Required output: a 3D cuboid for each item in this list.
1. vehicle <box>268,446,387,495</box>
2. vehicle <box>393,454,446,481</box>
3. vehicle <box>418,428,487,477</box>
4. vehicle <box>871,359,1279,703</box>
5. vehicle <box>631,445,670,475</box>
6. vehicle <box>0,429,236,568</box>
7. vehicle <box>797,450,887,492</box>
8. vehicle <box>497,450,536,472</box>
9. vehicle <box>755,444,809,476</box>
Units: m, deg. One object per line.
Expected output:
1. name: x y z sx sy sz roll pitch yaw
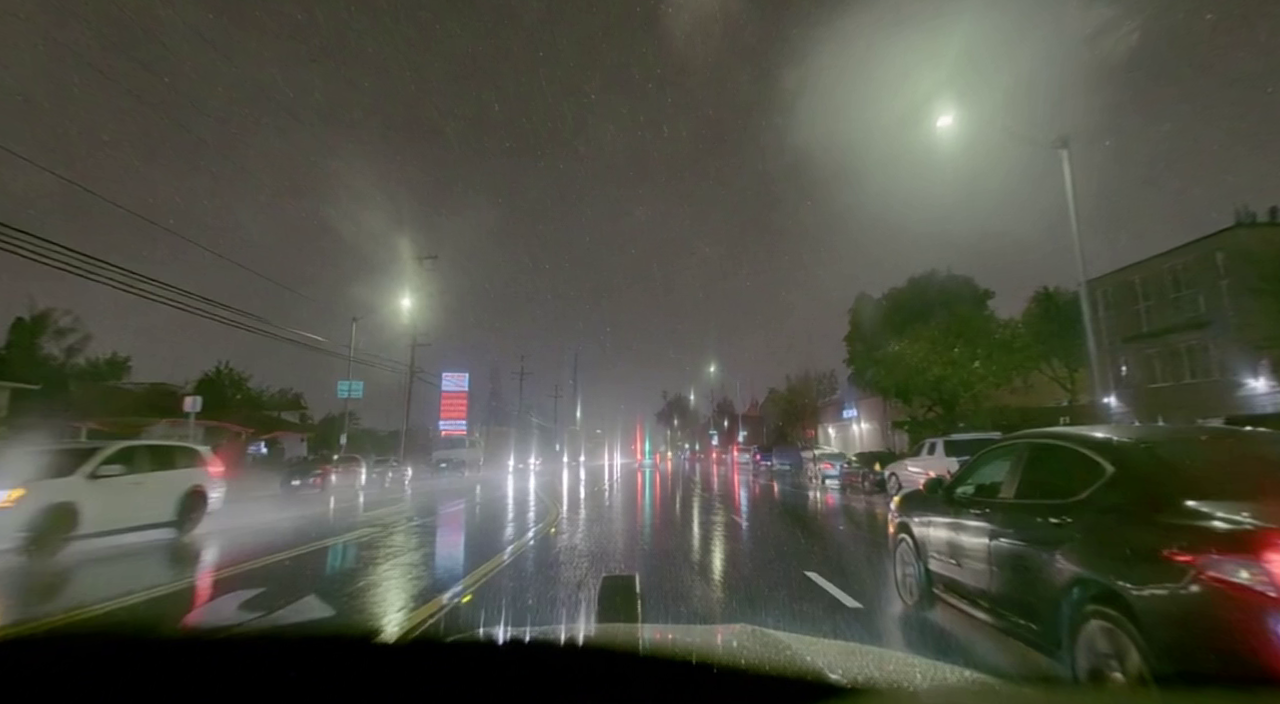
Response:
1. vehicle: -14.092 5.340 29.050 2.367 1.849 5.874 -2 -8 2
2. vehicle: -14.023 7.357 40.517 1.806 1.463 4.714 -2 -8 -1
3. vehicle: -14.048 7.575 47.986 2.865 3.346 7.163 -1 -8 1
4. vehicle: 3.230 1.082 3.741 2.070 1.633 4.461 0 -8 1
5. vehicle: 0.558 6.056 35.651 2.067 1.547 4.513 0 -8 0
6. vehicle: -9.460 2.200 10.155 2.217 1.803 5.532 0 -8 1
7. vehicle: 7.673 4.532 24.501 1.874 1.437 4.593 0 -8 -1
8. vehicle: -9.532 8.461 49.261 2.060 1.507 4.532 -1 -8 1
9. vehicle: 8.060 6.147 36.297 2.003 1.723 4.654 0 -8 0
